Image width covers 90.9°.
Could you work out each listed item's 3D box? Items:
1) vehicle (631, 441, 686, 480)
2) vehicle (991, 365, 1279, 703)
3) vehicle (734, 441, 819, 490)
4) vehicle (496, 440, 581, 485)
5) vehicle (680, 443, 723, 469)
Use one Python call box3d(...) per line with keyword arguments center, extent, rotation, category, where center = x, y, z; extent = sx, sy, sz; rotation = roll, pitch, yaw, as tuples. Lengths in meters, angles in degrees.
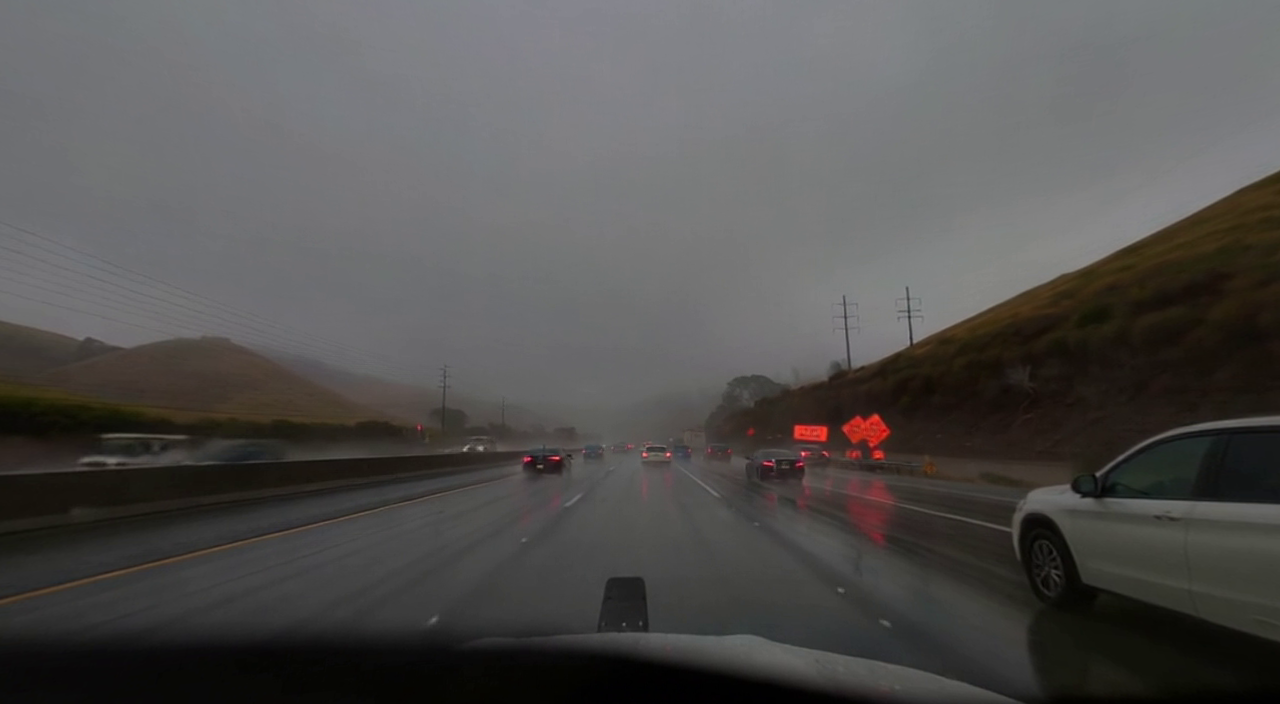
box3d(center=(0.738, 4.568, 26.905), extent=(2.138, 1.473, 4.392), rotation=(0, -8, 0), category="vehicle")
box3d(center=(3.857, 0.885, 2.734), extent=(2.018, 1.670, 4.658), rotation=(0, -8, 1), category="vehicle")
box3d(center=(4.544, 3.822, 21.589), extent=(1.867, 1.465, 4.093), rotation=(0, -8, -2), category="vehicle")
box3d(center=(-3.521, 3.927, 22.740), extent=(2.232, 1.438, 4.163), rotation=(-1, -8, 2), category="vehicle")
box3d(center=(3.693, 6.329, 38.469), extent=(2.177, 1.453, 4.205), rotation=(0, -8, 0), category="vehicle")
